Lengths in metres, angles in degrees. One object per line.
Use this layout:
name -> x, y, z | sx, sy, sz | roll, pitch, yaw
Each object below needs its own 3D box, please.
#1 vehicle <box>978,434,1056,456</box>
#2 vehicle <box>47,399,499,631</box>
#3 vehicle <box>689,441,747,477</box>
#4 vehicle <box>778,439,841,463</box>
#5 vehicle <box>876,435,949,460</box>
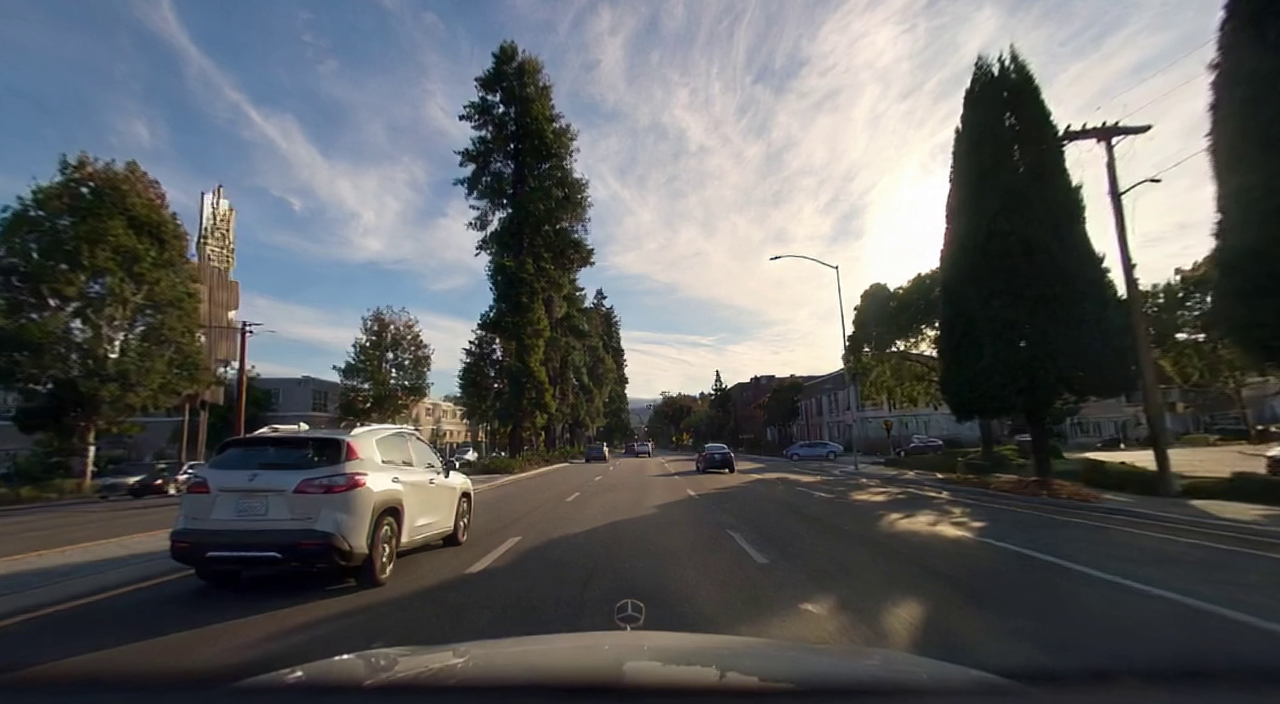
vehicle -> 29.320, 7.259, 49.075 | 4.759, 1.666, 1.941 | 0, -8, 0
vehicle -> -3.168, 1.507, 6.887 | 2.121, 1.656, 4.559 | 0, -8, 1
vehicle -> 3.505, 4.900, 29.211 | 2.087, 1.506, 4.276 | 0, -8, 0
vehicle -> 13.247, 7.779, 49.460 | 4.515, 1.599, 1.968 | -4, -9, 10
vehicle -> 21.206, 7.464, 49.249 | 4.691, 1.626, 1.989 | -3, -9, 4
